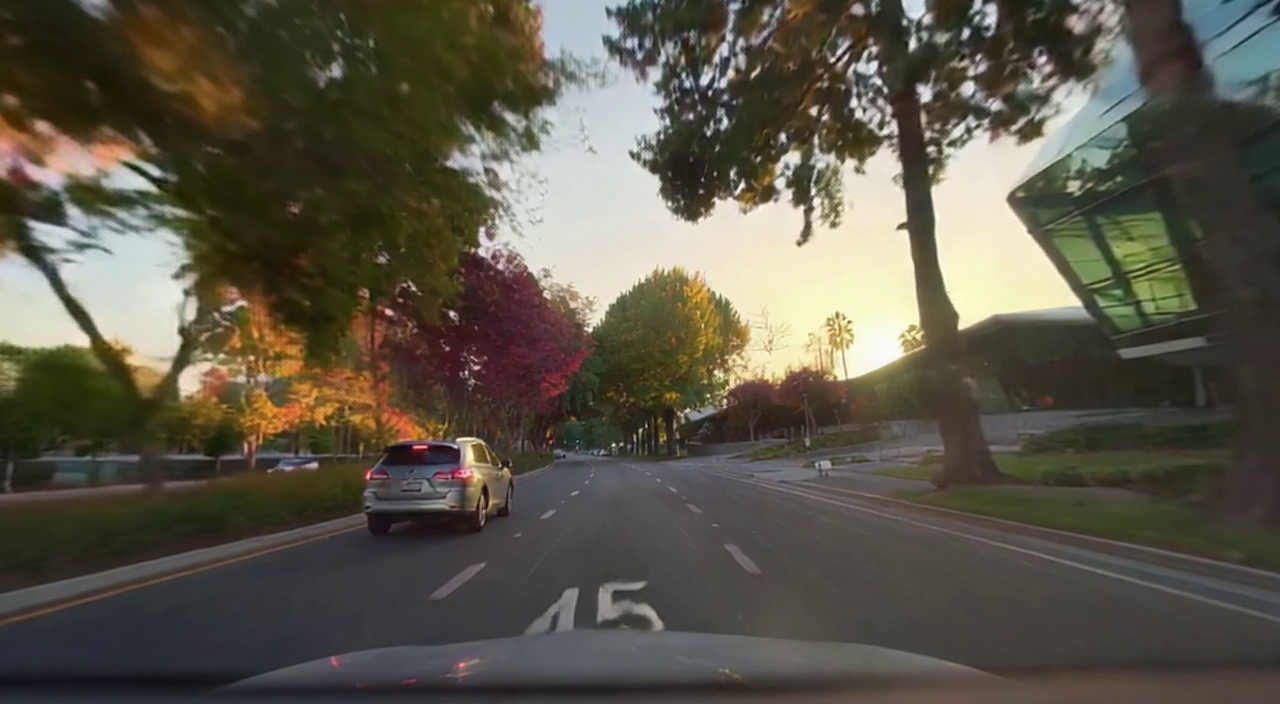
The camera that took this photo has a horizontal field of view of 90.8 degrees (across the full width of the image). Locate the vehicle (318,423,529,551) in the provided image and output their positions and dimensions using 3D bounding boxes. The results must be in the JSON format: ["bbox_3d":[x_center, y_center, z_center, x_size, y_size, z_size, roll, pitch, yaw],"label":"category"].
[{"bbox_3d":[-3.322,2.168,10.864,2.067,1.700,4.561,0,-8,-1],"label":"vehicle"}]
